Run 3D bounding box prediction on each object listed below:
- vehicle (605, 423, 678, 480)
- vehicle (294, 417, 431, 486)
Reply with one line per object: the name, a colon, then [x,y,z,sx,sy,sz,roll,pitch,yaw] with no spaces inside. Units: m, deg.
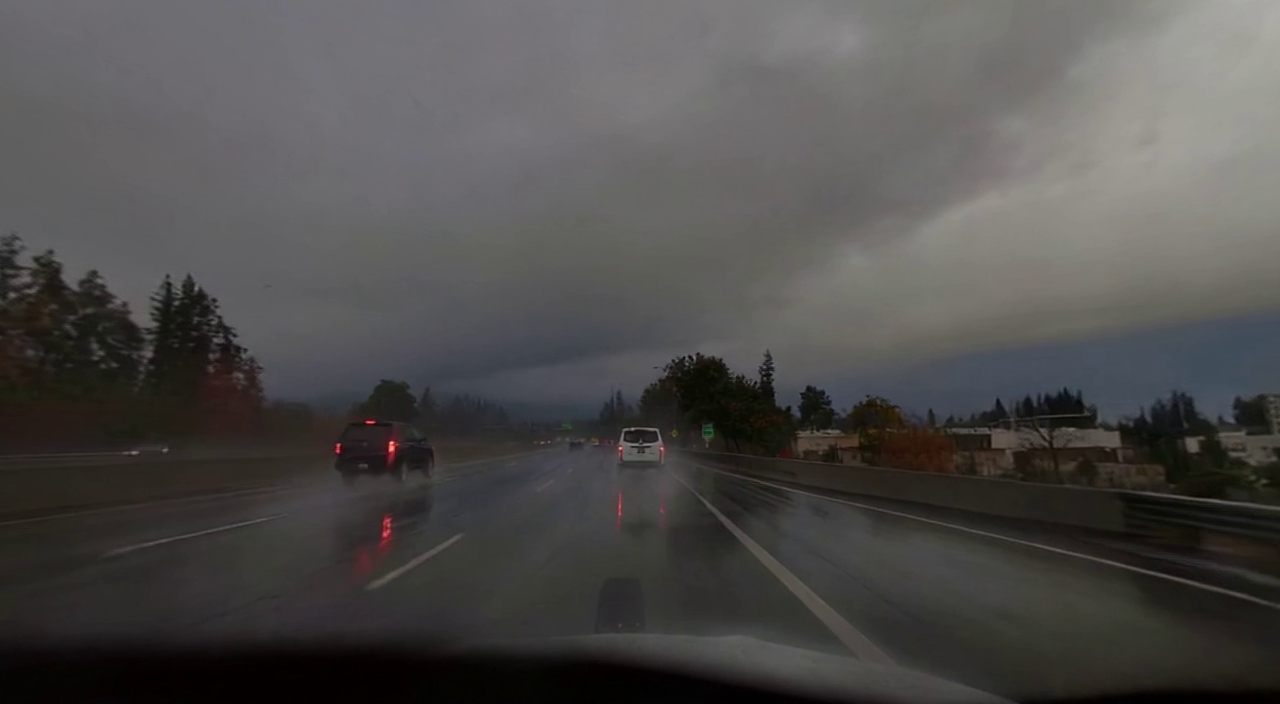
vehicle: [0.068,3.843,24.595,2.497,1.957,5.432,0,-9,0]
vehicle: [-8.764,3.231,20.634,2.289,1.955,5.147,0,-9,-2]
